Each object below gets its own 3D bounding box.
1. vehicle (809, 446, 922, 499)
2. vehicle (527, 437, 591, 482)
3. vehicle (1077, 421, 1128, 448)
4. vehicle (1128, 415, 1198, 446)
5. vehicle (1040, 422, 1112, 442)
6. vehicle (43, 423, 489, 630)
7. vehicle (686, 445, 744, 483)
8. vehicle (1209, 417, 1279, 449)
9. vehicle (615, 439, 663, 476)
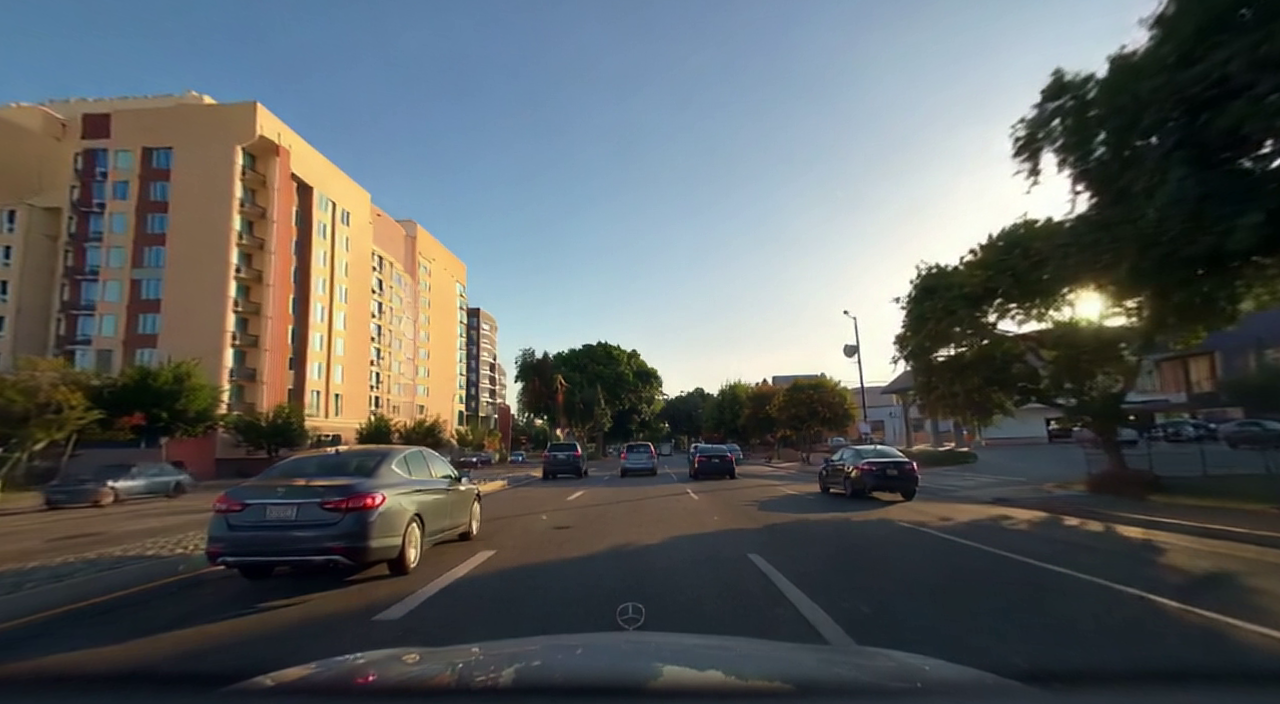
[{"bbox_3d":[6.948,3.752,20.030,1.865,1.458,4.605,0,-9,0],"label":"vehicle"},{"bbox_3d":[-3.459,4.704,27.761,2.117,1.799,4.442,0,-9,1],"label":"vehicle"},{"bbox_3d":[28.454,5.096,38.889,1.830,1.465,4.252,-9,-11,29],"label":"vehicle"},{"bbox_3d":[31.049,4.746,37.587,1.993,1.708,4.464,-4,-10,24],"label":"vehicle"},{"bbox_3d":[33.589,6.222,48.653,1.762,1.432,4.136,5,-10,-30],"label":"vehicle"},{"bbox_3d":[-3.247,1.617,6.837,2.095,1.486,4.411,0,-9,1],"label":"vehicle"},{"bbox_3d":[3.076,4.713,26.710,1.884,1.458,4.245,0,-9,0],"label":"vehicle"},{"bbox_3d":[30.813,4.094,31.536,1.993,1.471,4.691,-4,-10,24],"label":"vehicle"},{"bbox_3d":[-0.056,5.478,32.836,2.304,1.795,4.526,0,-9,0],"label":"vehicle"}]
